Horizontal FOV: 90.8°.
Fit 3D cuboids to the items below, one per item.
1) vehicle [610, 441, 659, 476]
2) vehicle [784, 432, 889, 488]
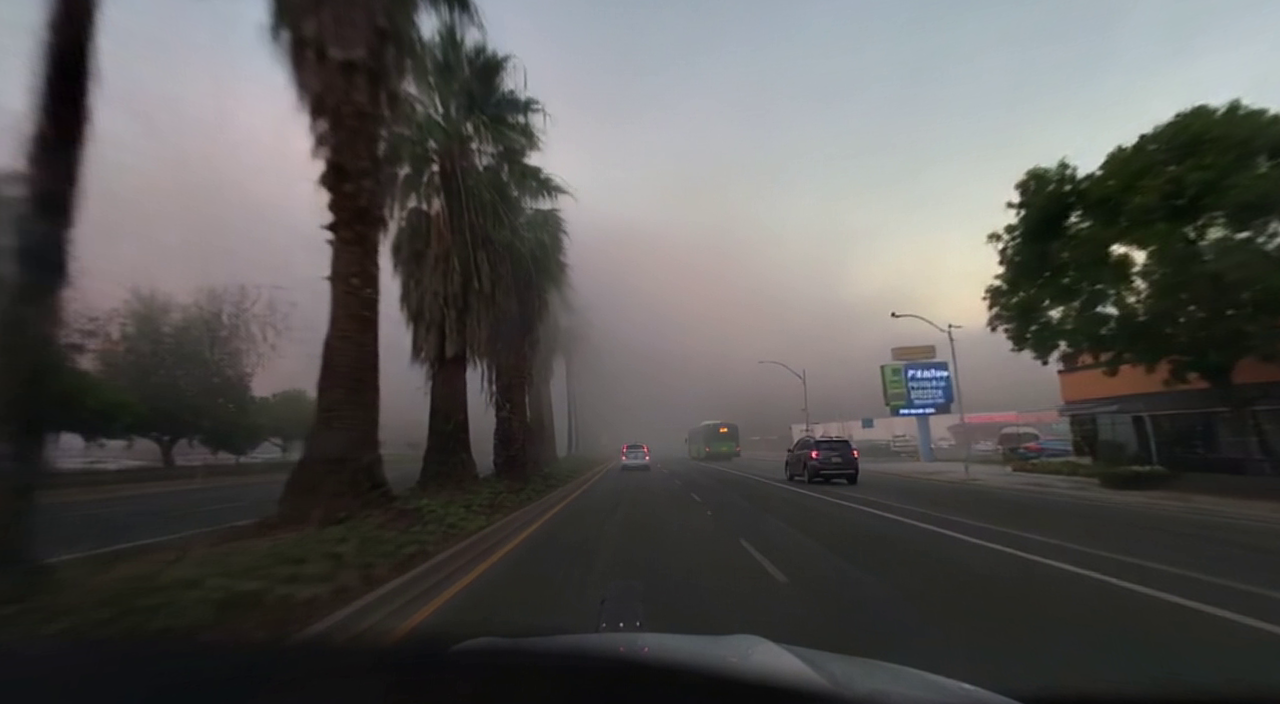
[{"bbox_3d":[-0.221,4.872,29.181,2.065,1.477,4.306,0,-9,1],"label":"vehicle"},{"bbox_3d":[6.319,3.534,20.898,2.031,1.670,4.154,0,-9,-1],"label":"vehicle"}]
